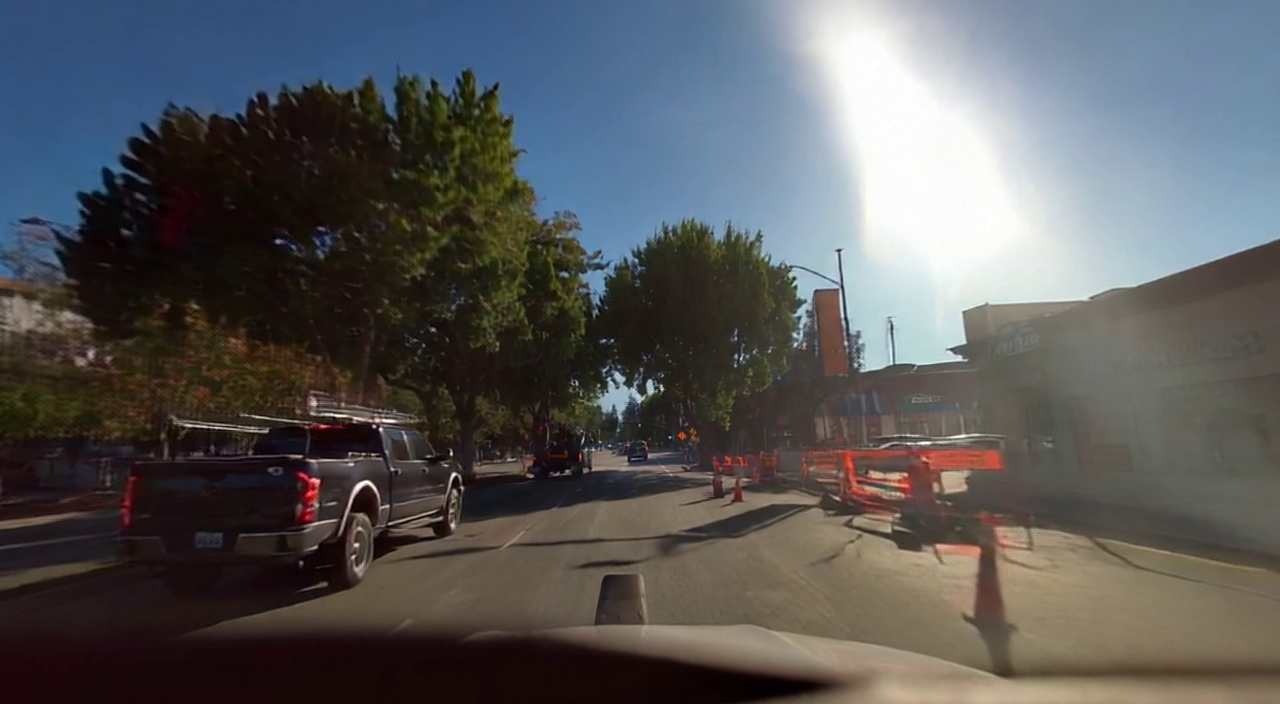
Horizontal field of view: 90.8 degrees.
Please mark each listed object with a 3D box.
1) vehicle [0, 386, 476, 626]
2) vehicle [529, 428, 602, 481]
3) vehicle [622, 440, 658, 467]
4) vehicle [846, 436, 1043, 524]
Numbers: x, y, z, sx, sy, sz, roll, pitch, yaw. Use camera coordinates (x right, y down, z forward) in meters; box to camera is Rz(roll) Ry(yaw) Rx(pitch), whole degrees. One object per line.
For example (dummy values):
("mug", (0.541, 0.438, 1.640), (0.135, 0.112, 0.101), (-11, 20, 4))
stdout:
("vehicle", (-3.590, 1.474, 7.002), (2.327, 1.775, 4.430), (0, -8, 0))
("vehicle", (-3.124, 4.475, 27.813), (2.424, 2.063, 5.678), (0, -8, 1))
("vehicle", (-0.074, 7.107, 44.304), (2.413, 1.748, 4.406), (0, -8, -2))
("vehicle", (6.055, 2.567, 13.339), (2.045, 1.505, 4.615), (-1, -8, 3))
